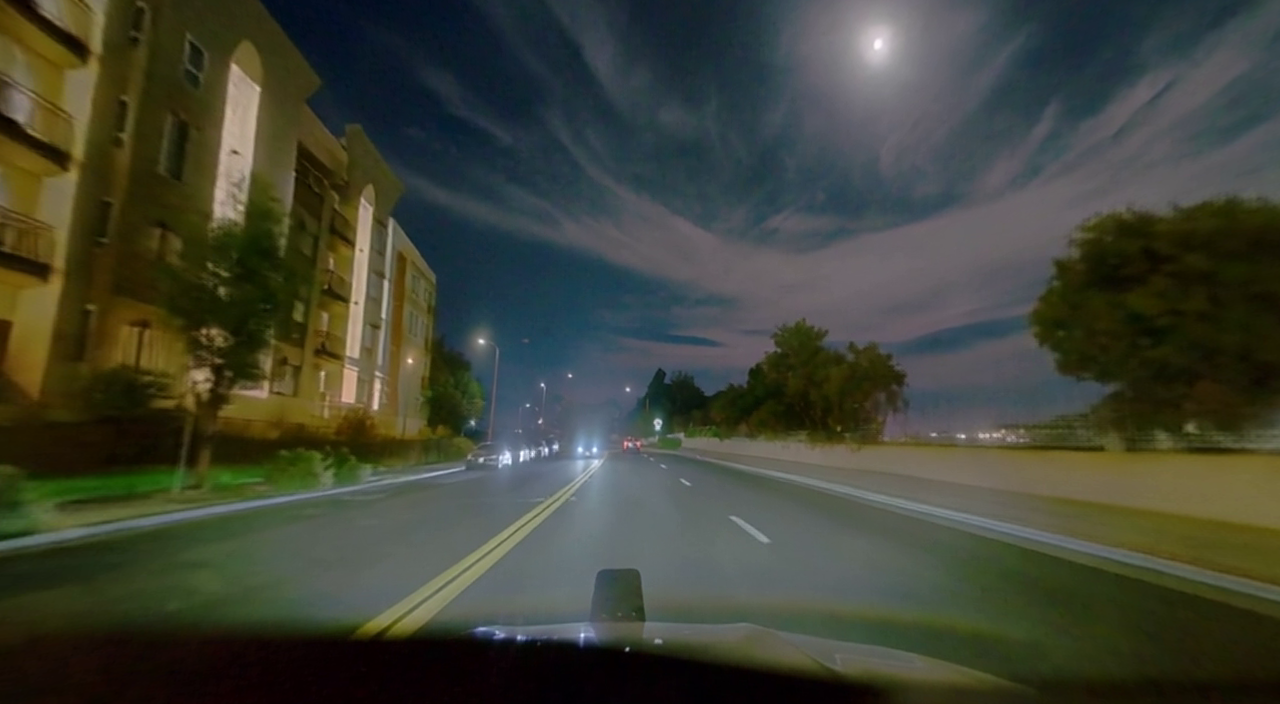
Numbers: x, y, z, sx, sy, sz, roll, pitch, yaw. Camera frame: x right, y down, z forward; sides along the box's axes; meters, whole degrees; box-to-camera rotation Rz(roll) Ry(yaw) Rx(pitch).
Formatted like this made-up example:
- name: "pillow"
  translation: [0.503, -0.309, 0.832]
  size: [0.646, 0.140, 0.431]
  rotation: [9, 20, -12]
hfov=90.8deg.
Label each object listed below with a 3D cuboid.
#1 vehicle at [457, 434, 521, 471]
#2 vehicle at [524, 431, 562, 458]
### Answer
- name: "vehicle"
  translation: [-7.206, 4.843, 30.599]
  size: [1.913, 1.560, 4.513]
  rotation: [2, -8, 0]
- name: "vehicle"
  translation: [-7.481, 7.175, 49.352]
  size: [2.098, 1.851, 4.817]
  rotation: [2, -7, 1]
